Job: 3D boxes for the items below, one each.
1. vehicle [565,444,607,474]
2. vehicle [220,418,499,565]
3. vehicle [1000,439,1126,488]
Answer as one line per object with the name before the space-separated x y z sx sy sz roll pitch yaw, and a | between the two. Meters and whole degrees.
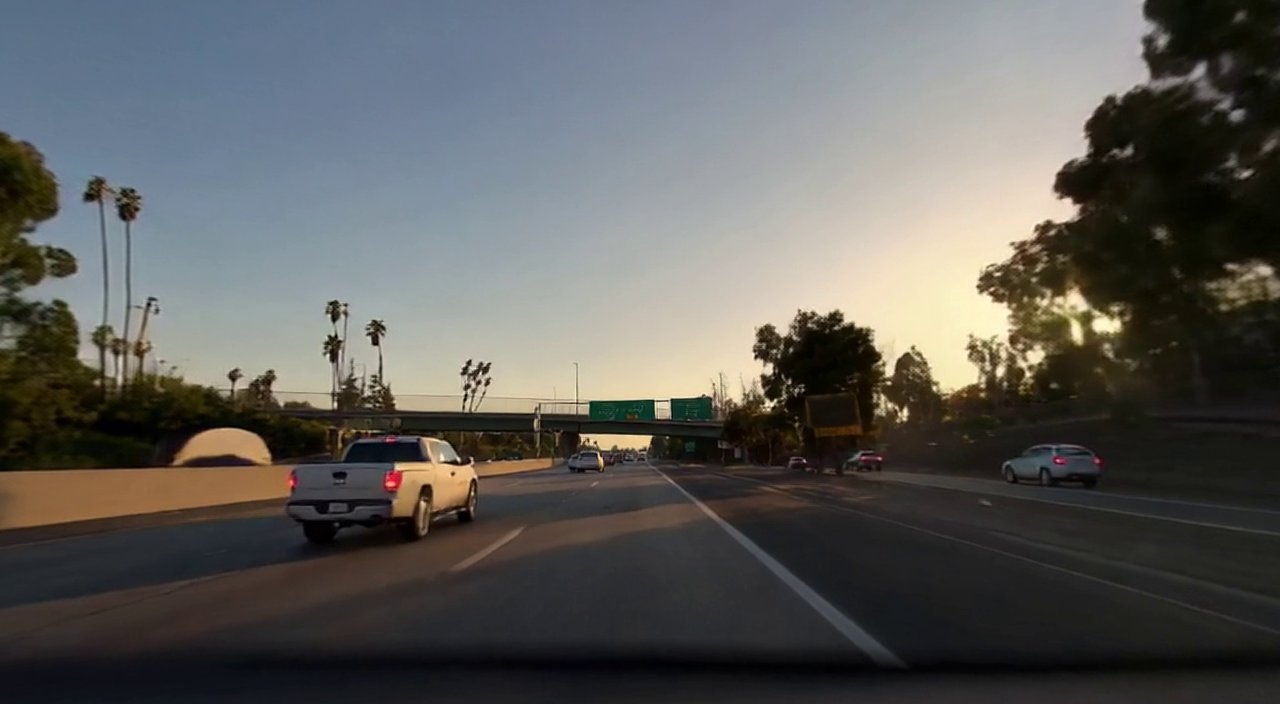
vehicle | -3.673 7.483 44.175 2.420 1.937 5.916 0 -9 0
vehicle | -3.911 2.058 10.027 2.162 1.747 4.791 0 -9 1
vehicle | 16.892 4.476 25.534 1.991 1.755 4.836 -1 -9 4
